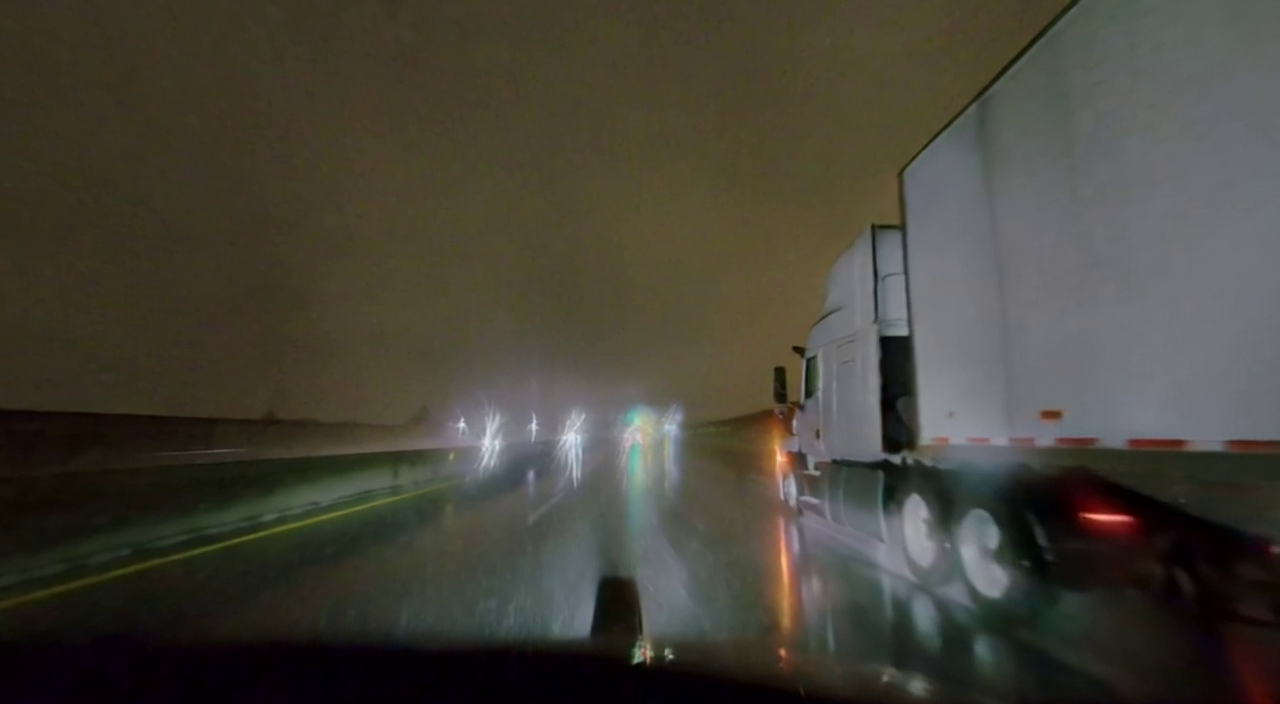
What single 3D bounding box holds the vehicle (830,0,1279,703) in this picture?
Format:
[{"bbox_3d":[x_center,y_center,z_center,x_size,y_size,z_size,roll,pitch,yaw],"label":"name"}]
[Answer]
[{"bbox_3d":[4.059,-0.531,0.832,2.920,4.029,13.900,0,-8,-2],"label":"vehicle"}]
